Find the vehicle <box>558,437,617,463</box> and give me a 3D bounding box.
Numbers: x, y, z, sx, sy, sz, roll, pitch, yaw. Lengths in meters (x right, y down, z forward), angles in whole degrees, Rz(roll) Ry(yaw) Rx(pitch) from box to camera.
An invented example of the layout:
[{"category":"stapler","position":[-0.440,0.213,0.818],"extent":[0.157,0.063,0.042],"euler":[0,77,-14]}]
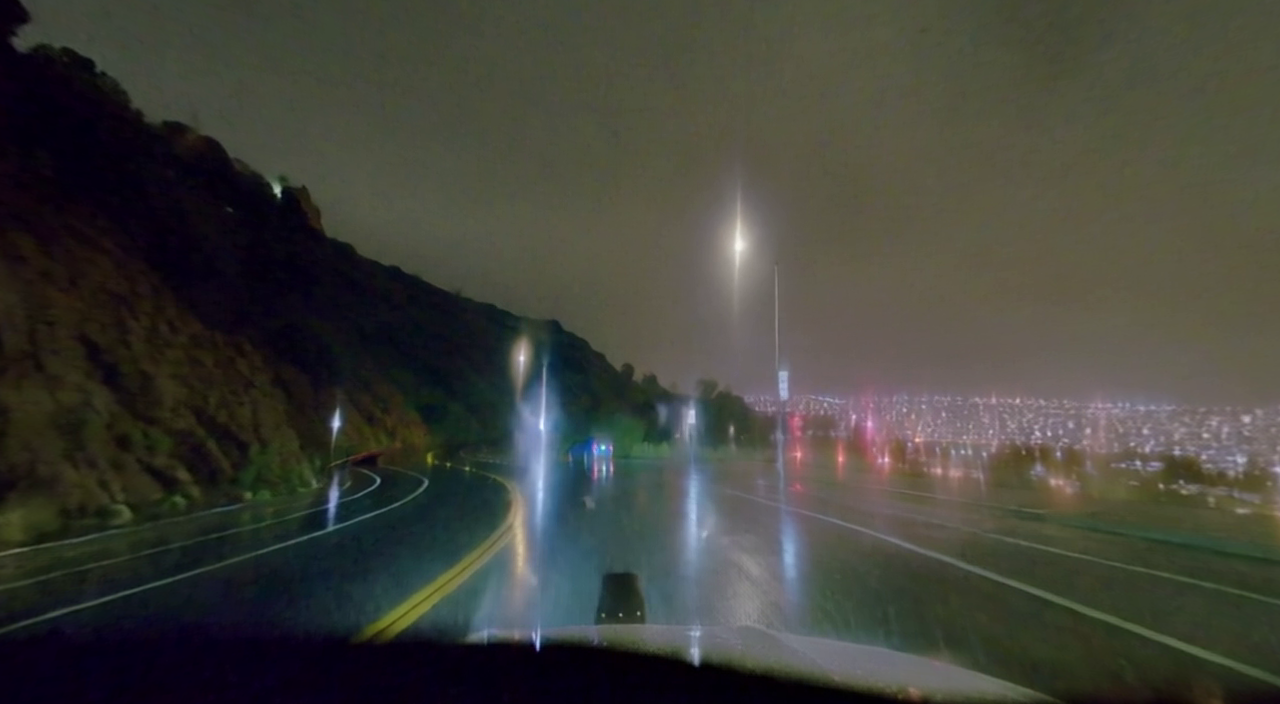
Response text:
[{"category":"vehicle","position":[-3.458,6.644,42.838],"extent":[2.064,1.667,4.453],"euler":[-4,-10,24]}]
